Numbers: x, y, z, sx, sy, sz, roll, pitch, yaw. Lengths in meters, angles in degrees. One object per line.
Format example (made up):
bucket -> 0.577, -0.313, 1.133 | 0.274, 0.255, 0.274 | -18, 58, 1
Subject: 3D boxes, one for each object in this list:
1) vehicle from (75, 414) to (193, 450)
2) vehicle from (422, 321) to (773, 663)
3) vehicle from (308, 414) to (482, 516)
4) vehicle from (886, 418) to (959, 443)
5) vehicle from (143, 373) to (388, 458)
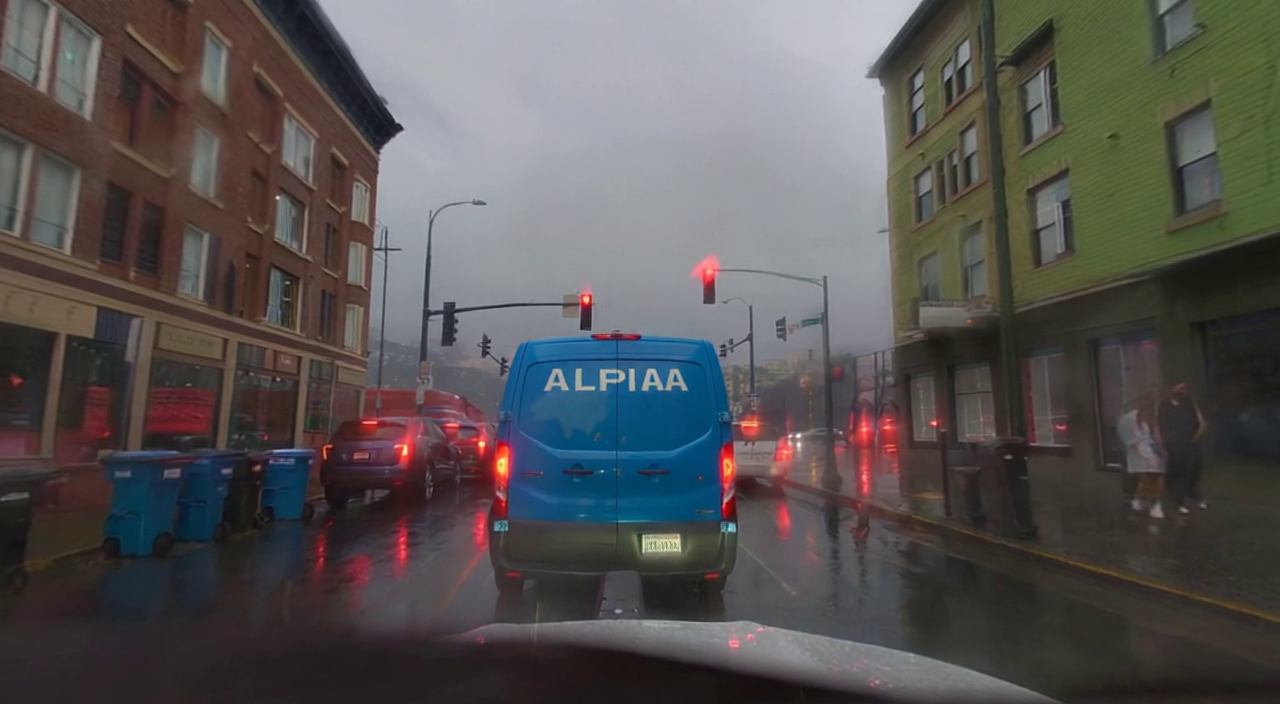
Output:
vehicle -> -22.938, 3.662, 28.673 | 3.713, 1.571, 1.751 | 1, -8, -7
vehicle -> -0.342, 1.051, 5.746 | 1.951, 1.907, 4.266 | 0, -8, -3
vehicle -> -3.970, 1.861, 10.870 | 1.841, 1.461, 3.426 | 1, -8, -5
vehicle -> 16.002, 4.456, 35.723 | 3.381, 1.391, 1.529 | 1, -8, -9
vehicle -> -15.110, 2.685, 26.157 | 8.088, 3.213, 2.801 | 1, -8, -11
